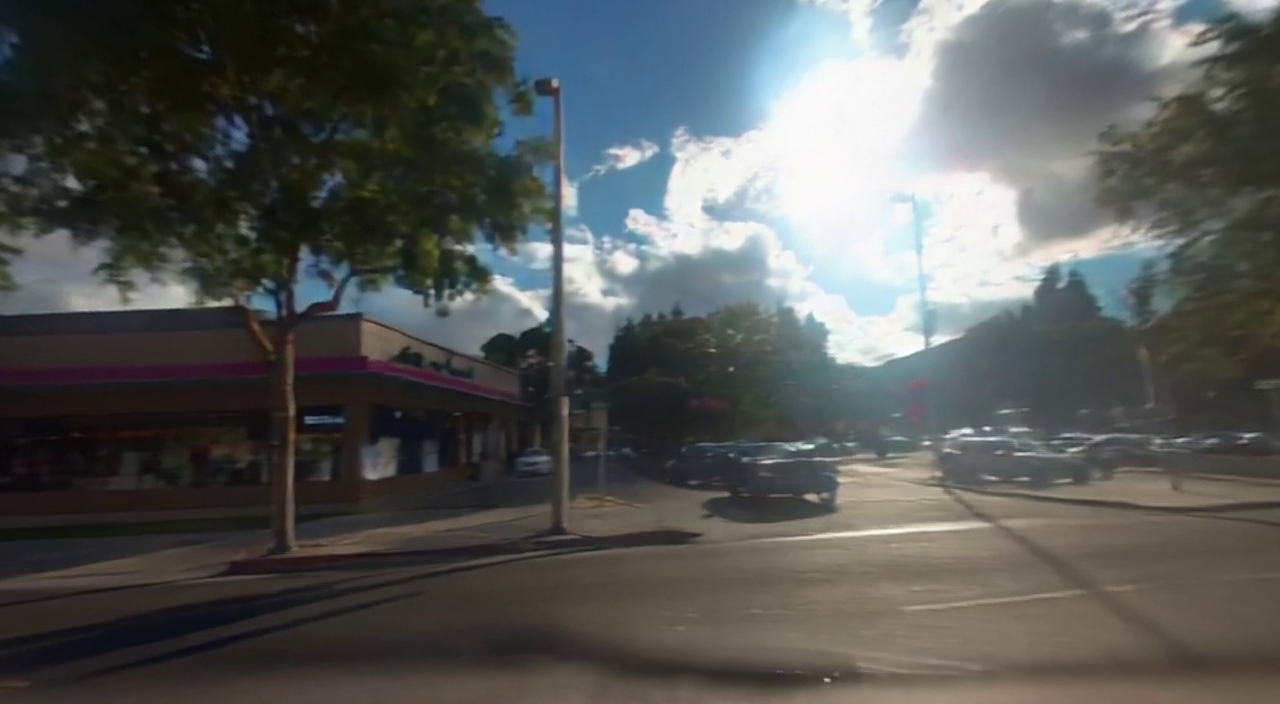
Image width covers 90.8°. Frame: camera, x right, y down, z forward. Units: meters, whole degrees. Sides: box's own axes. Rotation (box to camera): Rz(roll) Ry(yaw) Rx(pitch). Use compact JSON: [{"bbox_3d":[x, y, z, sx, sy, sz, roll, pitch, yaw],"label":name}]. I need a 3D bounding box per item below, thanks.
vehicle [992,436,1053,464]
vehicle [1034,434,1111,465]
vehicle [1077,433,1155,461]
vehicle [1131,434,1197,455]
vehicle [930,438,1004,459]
[{"bbox_3d":[21.500,5.537,35.700,2.130,1.458,4.157,-4,-9,20],"label":"vehicle"},{"bbox_3d":[23.913,5.410,35.149,2.121,1.541,5.124,-3,-9,19],"label":"vehicle"},{"bbox_3d":[27.492,5.522,36.702,2.102,1.541,4.416,-3,-9,16],"label":"vehicle"},{"bbox_3d":[40.864,7.202,49.337,1.660,1.415,3.627,4,-7,-37],"label":"vehicle"},{"bbox_3d":[23.576,6.973,45.667,1.734,1.418,4.317,6,-11,-36],"label":"vehicle"}]
